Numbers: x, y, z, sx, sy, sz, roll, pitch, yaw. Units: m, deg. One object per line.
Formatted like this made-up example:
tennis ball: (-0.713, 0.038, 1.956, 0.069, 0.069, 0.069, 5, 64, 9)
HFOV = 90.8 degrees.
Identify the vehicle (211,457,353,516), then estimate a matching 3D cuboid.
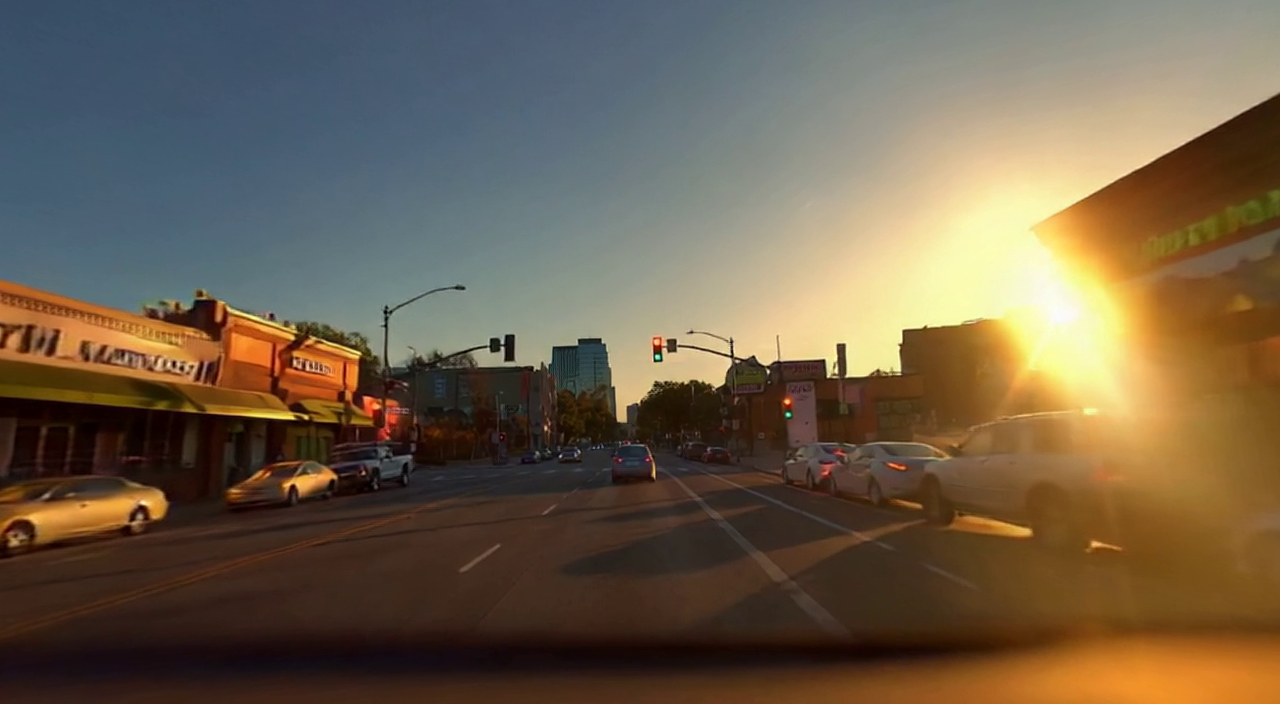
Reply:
vehicle: (-11.098, 4.159, 20.050, 1.868, 1.502, 4.626, 0, -8, -1)

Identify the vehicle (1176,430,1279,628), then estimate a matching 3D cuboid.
vehicle: (5.856, 1.161, 3.538, 1.854, 1.498, 4.295, 0, -8, -1)

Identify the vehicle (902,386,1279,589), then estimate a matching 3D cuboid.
vehicle: (5.795, 1.677, 8.684, 2.201, 1.972, 4.845, 0, -8, -1)

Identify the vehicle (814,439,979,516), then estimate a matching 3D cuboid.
vehicle: (5.698, 2.805, 14.734, 1.891, 1.489, 4.344, 0, -8, -2)

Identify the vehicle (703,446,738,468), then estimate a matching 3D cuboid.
vehicle: (5.717, 7.544, 45.488, 1.859, 1.470, 4.476, 0, -8, -1)

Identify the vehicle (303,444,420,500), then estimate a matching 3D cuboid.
vehicle: (-11.314, 4.860, 26.303, 2.240, 2.052, 5.872, 0, -8, 0)

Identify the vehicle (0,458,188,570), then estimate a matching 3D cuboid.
vehicle: (-11.091, 2.958, 11.784, 1.920, 1.498, 4.591, -5, -6, 2)

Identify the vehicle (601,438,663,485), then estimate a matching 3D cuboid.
vehicle: (-0.275, 4.020, 23.608, 2.086, 1.575, 4.205, 0, -8, 0)
